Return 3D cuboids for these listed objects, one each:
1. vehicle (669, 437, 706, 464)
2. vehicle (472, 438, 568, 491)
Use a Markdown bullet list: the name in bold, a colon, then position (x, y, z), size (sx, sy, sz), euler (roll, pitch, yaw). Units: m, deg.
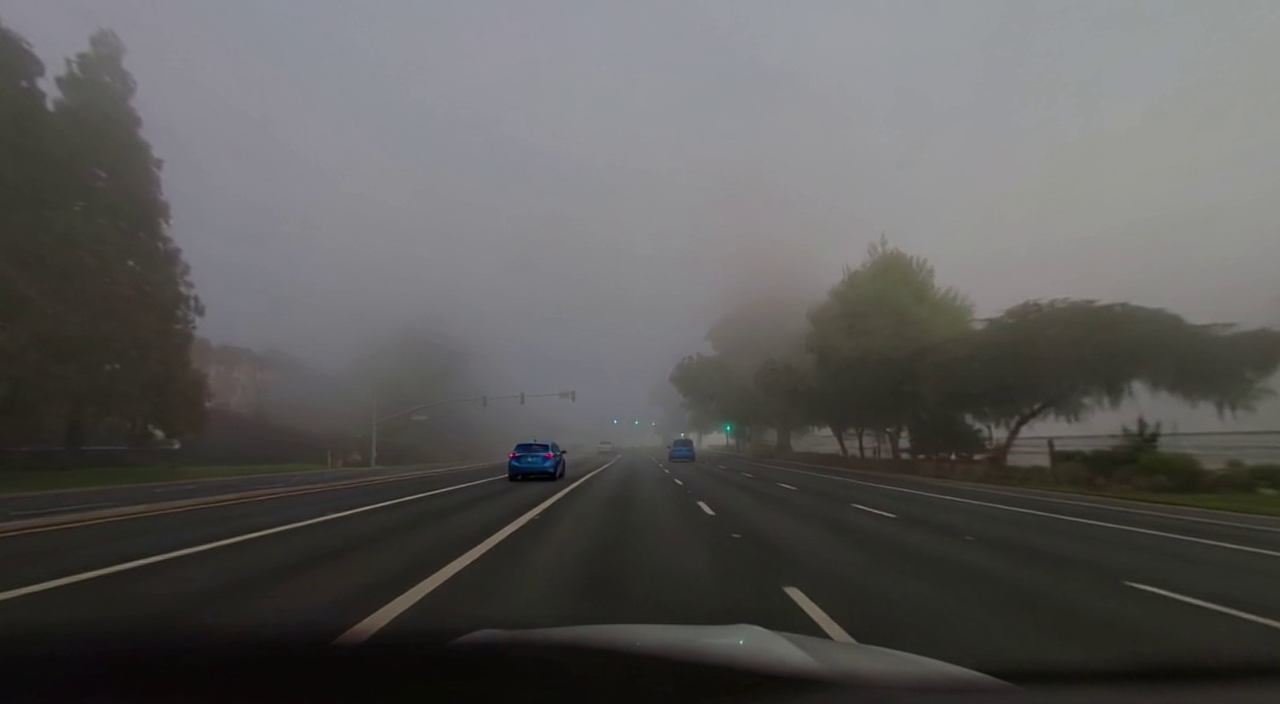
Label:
- **vehicle**: position (3.064, 6.479, 41.585), size (2.072, 1.696, 4.177), euler (0, -8, -1)
- **vehicle**: position (-3.627, 3.478, 19.923), size (2.112, 1.471, 4.212), euler (0, -8, 1)
